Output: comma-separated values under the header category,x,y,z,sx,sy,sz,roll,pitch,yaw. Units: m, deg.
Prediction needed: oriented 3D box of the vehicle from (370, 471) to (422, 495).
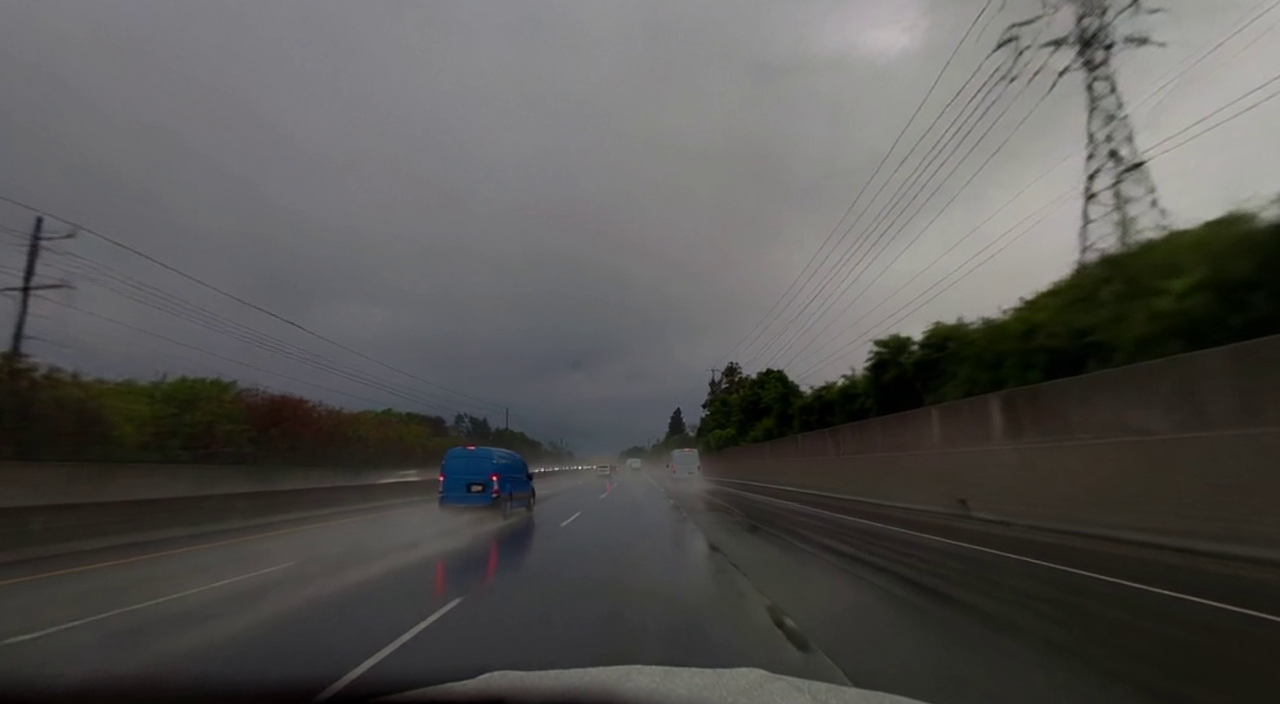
category,x,y,z,sx,sy,sz,roll,pitch,yaw
vehicle,-16.609,8.893,43.038,1.846,1.505,4.196,1,-10,0

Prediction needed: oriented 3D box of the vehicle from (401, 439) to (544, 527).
category,x,y,z,sx,sy,sz,roll,pitch,yaw
vehicle,-3.798,3.129,15.349,2.153,1.756,4.730,1,-10,0
